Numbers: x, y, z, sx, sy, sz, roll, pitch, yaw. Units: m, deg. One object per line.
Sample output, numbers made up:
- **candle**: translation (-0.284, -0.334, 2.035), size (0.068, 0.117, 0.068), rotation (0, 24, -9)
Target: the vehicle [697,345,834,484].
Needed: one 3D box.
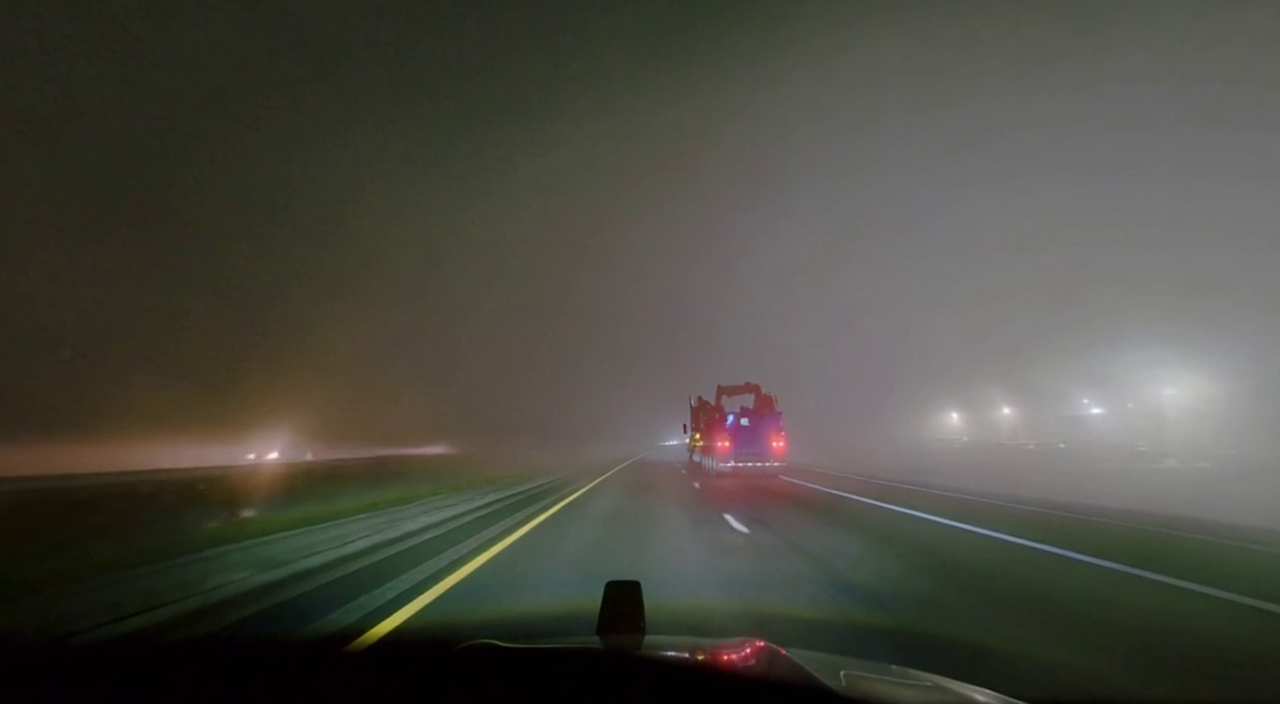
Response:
- **vehicle**: translation (3.880, 2.246, 21.370), size (3.279, 3.956, 6.541), rotation (0, -9, 1)

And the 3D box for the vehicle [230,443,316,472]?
- **vehicle**: translation (-20.034, 5.765, 34.689), size (1.870, 1.482, 4.663), rotation (-1, -9, 2)
